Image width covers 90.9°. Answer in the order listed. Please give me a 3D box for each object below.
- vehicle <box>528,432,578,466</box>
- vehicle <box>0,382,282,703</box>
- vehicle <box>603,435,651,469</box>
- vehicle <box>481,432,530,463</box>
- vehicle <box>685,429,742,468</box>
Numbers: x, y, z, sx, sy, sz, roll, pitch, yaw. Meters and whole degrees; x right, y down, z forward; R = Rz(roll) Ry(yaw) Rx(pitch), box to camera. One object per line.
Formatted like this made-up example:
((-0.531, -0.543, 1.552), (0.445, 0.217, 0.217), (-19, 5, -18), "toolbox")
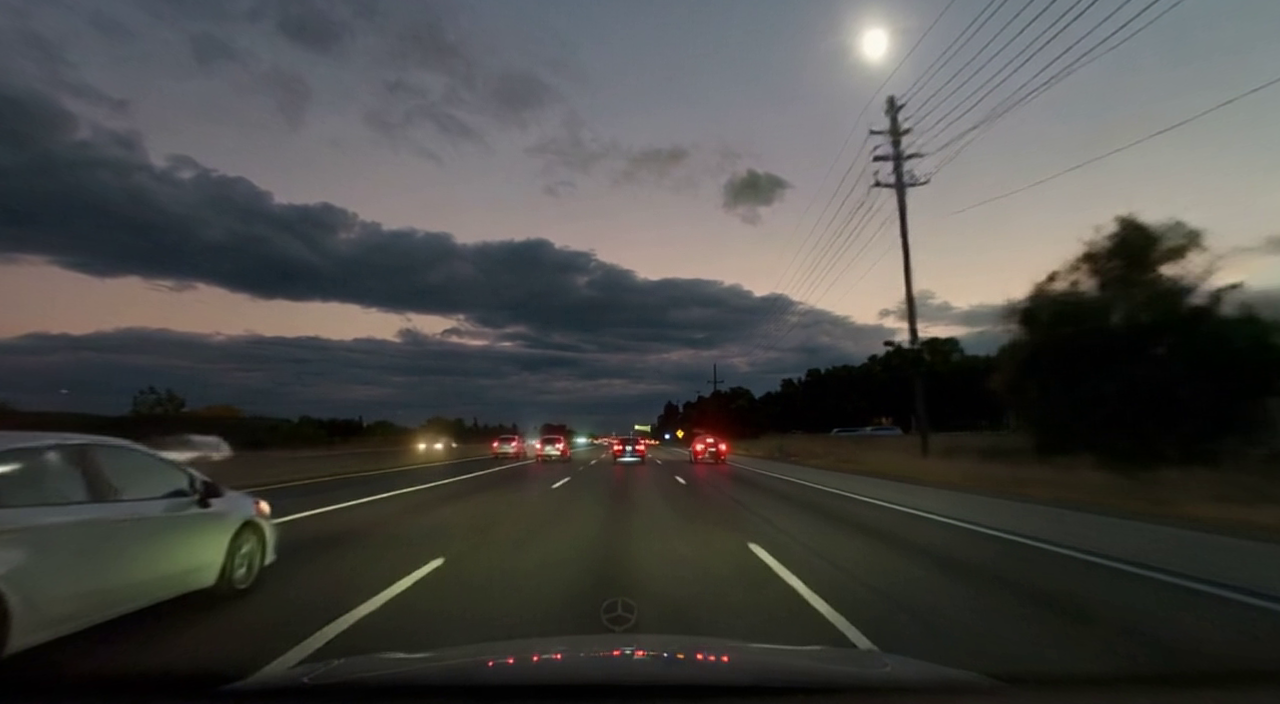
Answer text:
((-4.390, 4.940, 32.451), (1.901, 1.601, 4.610), (0, -8, 0), "vehicle")
((-4.185, 1.005, 3.469), (2.004, 1.607, 4.161), (0, -8, -1), "vehicle")
((-0.635, 4.584, 29.152), (2.086, 1.488, 3.440), (0, -8, -2), "vehicle")
((-7.842, 5.584, 37.203), (1.980, 1.678, 4.255), (0, -8, 0), "vehicle")
((3.351, 4.508, 29.739), (1.950, 1.695, 4.446), (0, -8, -3), "vehicle")
